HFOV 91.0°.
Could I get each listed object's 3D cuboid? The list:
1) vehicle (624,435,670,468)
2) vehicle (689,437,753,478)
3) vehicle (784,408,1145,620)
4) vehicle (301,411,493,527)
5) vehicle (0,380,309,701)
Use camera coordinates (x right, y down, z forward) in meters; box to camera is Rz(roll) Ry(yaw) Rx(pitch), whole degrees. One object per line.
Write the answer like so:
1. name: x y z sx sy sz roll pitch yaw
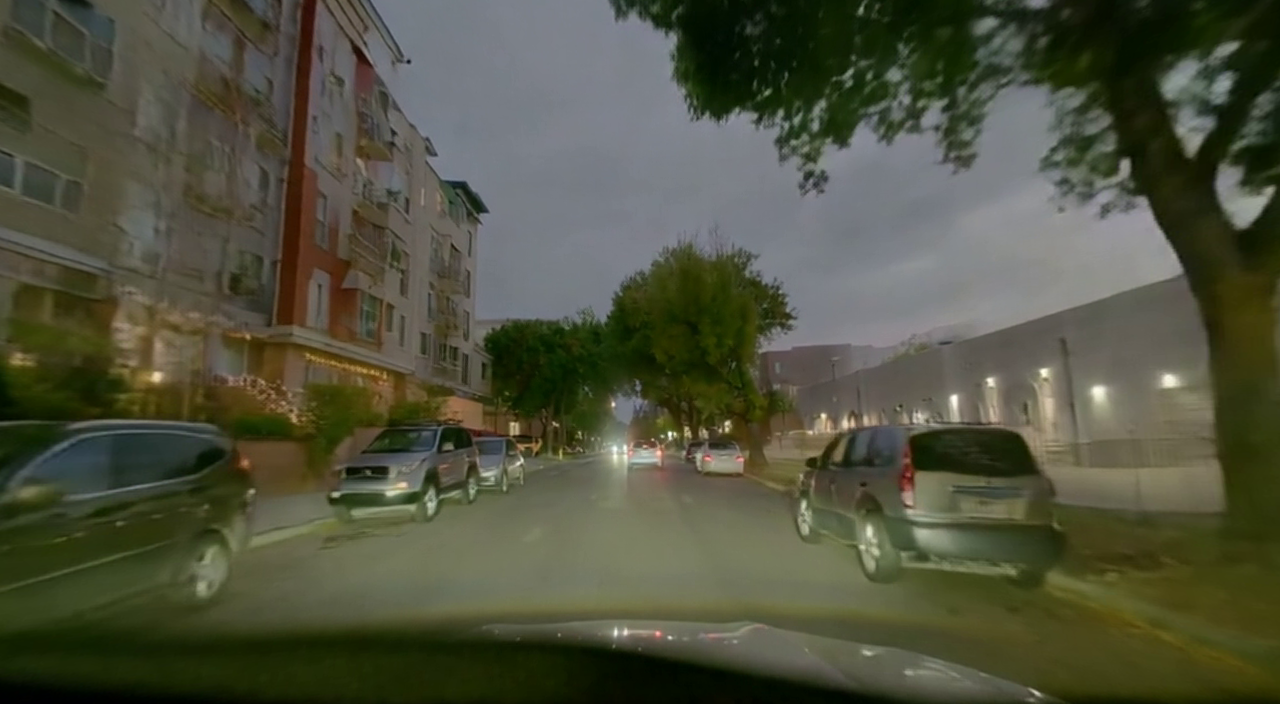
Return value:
1. vehicle: 0.370 4.809 30.652 2.095 1.510 3.605 0 -8 1
2. vehicle: 3.219 4.267 25.852 2.086 1.498 4.280 0 -8 0
3. vehicle: 3.037 1.567 7.096 1.901 1.649 4.118 0 -8 1
4. vehicle: -4.597 2.167 12.754 2.022 1.721 4.355 1 -3 2
5. vehicle: -4.279 1.032 4.179 1.951 1.662 4.046 1 -4 0
